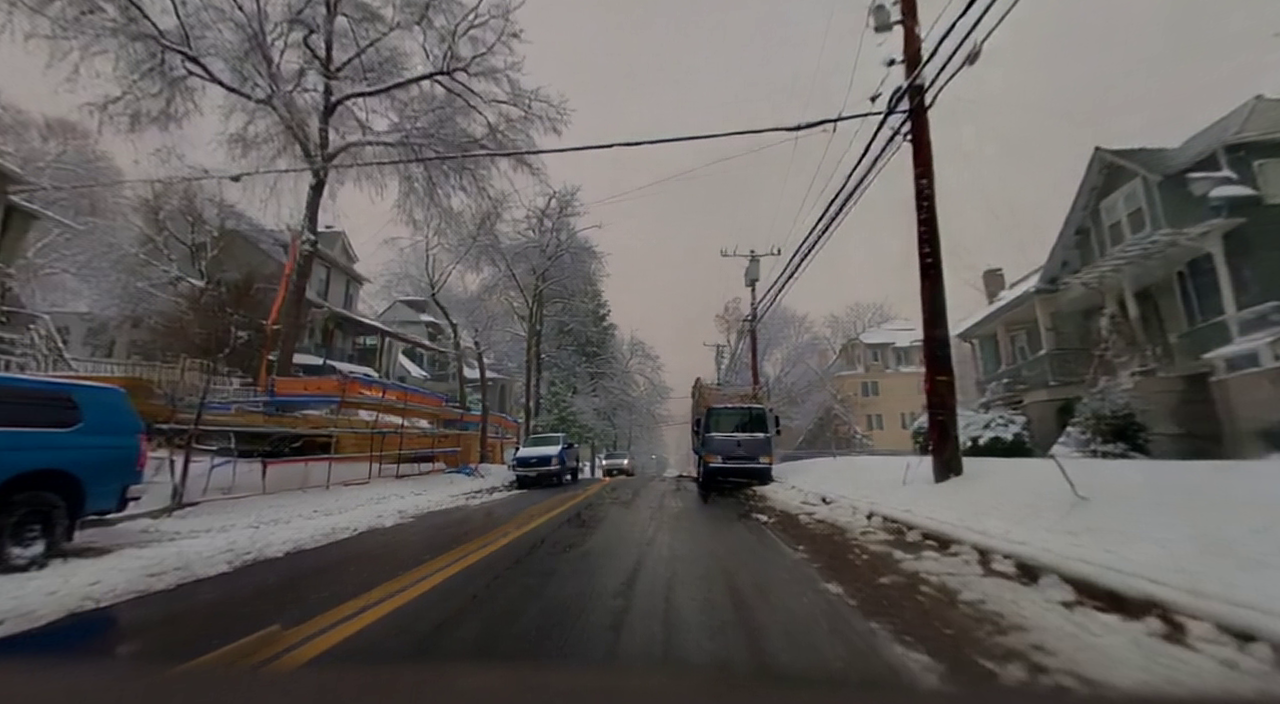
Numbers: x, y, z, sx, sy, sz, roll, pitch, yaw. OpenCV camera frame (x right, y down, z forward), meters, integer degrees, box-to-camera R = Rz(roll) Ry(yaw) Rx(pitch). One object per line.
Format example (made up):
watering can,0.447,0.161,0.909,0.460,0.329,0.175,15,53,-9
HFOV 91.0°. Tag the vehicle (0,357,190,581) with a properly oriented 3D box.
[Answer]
vehicle,-6.811,0.877,4.545,2.238,1.895,5.648,-2,-9,11

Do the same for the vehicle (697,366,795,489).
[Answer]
vehicle,3.724,3.228,24.603,2.915,3.793,9.963,0,-11,5

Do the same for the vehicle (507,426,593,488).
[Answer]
vehicle,-3.342,3.949,24.397,2.171,1.910,4.789,-2,-4,5

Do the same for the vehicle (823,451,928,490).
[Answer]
vehicle,13.290,6.712,35.868,5.321,1.857,1.976,-1,-3,12

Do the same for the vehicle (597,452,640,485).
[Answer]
vehicle,-1.317,7.501,40.986,2.257,1.916,5.089,-1,-8,5
